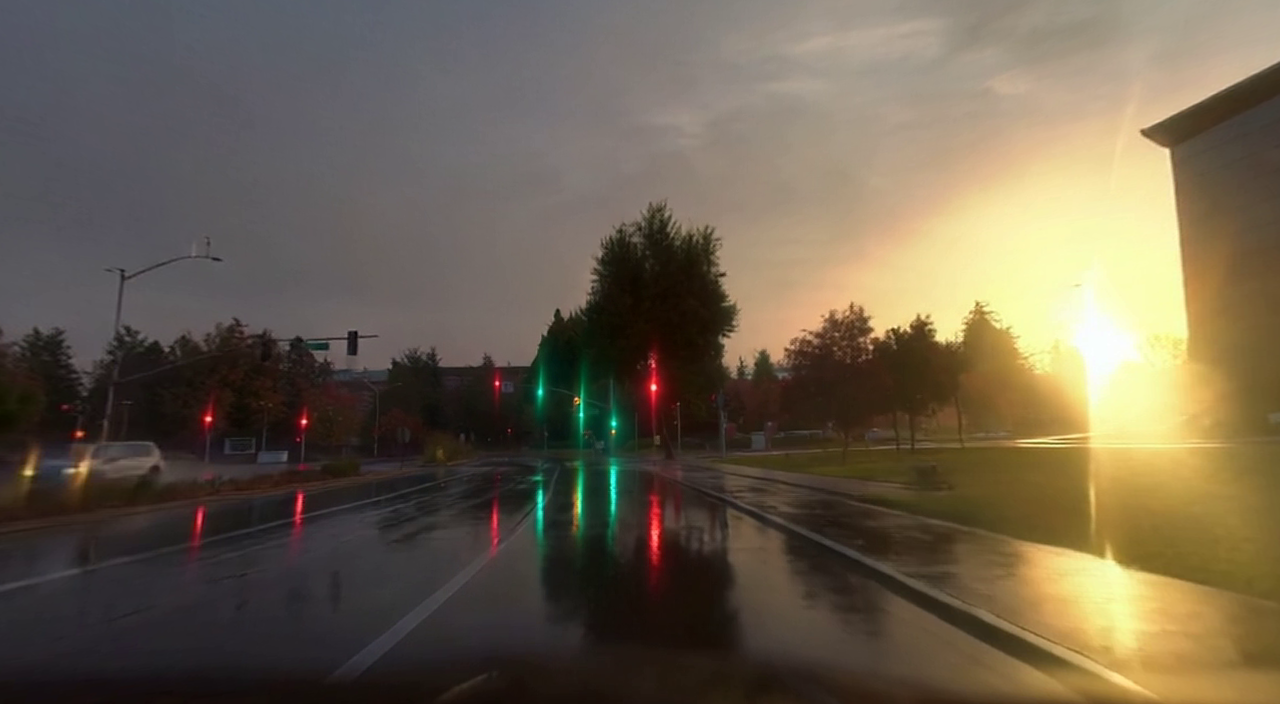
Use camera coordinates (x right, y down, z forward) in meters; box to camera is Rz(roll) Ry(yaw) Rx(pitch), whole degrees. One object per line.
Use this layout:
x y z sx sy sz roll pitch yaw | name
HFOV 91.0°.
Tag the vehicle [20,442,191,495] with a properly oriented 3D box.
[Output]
-17.769 3.868 21.306 1.870 1.594 4.447 0 -9 -1 | vehicle
